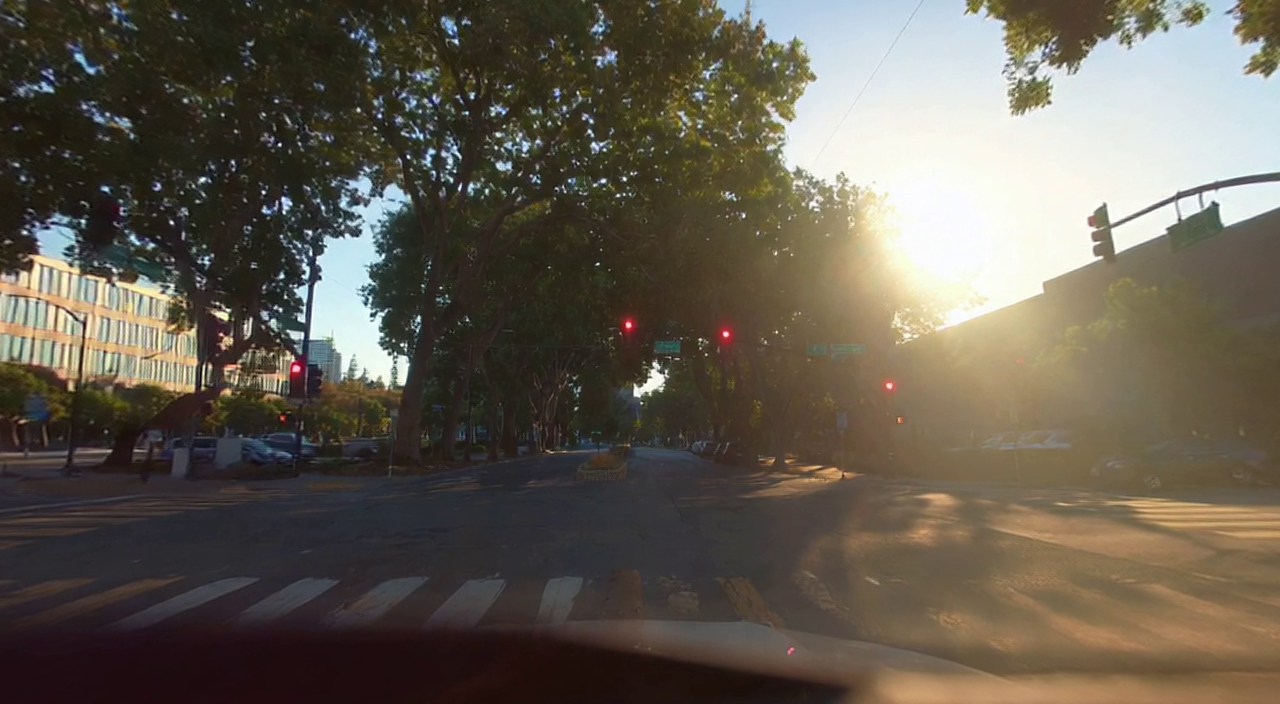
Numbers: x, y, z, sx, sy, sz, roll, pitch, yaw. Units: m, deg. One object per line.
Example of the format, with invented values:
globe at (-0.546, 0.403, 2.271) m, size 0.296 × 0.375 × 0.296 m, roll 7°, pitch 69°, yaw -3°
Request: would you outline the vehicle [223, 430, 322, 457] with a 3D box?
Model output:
vehicle at (-22.401, 5.584, 38.651) m, size 4.765 × 1.593 × 1.891 m, roll 1°, pitch -9°, yaw -7°
